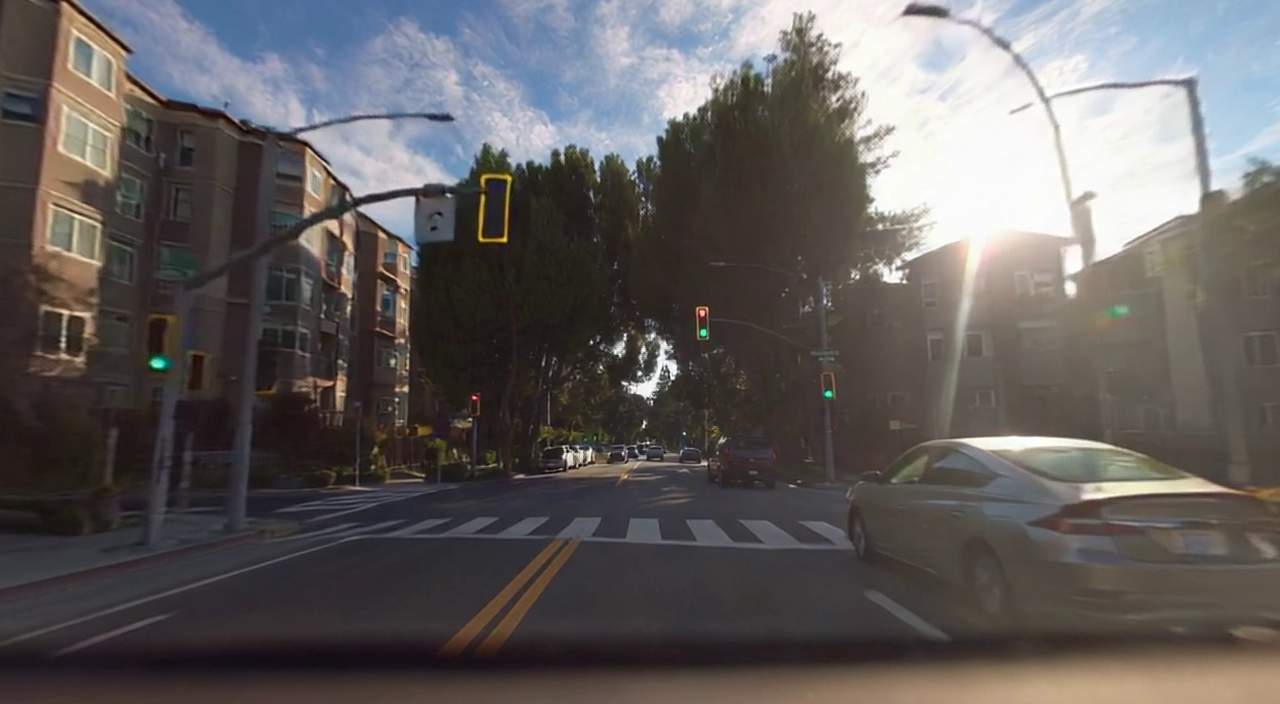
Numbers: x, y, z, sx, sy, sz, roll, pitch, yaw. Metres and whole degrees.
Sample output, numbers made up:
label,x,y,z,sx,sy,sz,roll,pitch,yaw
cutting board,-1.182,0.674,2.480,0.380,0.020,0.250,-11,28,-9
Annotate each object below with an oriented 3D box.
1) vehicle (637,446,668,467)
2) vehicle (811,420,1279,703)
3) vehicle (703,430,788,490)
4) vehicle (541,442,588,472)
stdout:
label,x,y,z,sx,sy,sz,roll,pitch,yaw
vehicle,0.831,7.510,45.474,2.097,1.463,4.043,0,-9,0
vehicle,3.262,1.464,5.712,2.078,1.488,4.741,0,-9,0
vehicle,3.535,3.722,22.080,2.199,1.872,4.513,0,-9,0
vehicle,-5.099,7.188,43.439,2.350,1.929,5.772,0,-9,2
